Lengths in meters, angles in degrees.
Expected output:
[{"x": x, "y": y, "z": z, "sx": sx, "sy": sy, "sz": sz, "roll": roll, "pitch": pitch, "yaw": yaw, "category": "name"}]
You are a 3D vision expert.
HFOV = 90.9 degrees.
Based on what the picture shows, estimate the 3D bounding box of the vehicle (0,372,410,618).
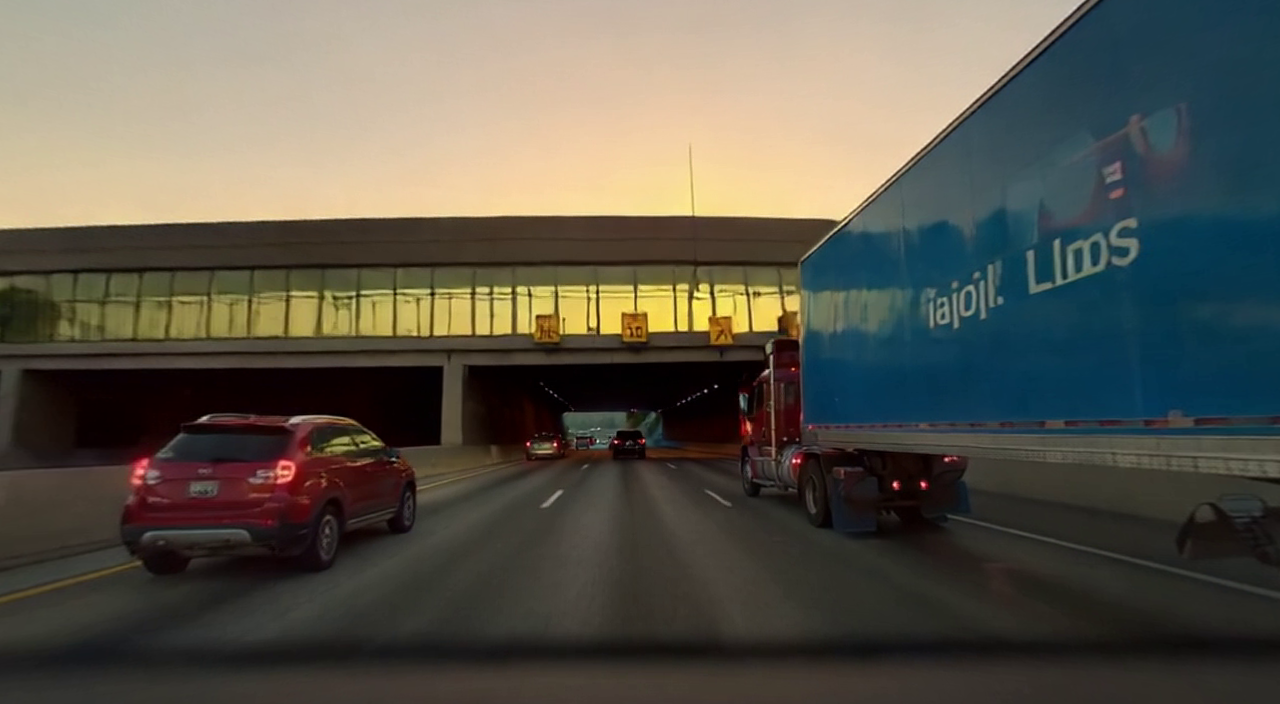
[{"x": -3.595, "y": 1.182, "z": 5.892, "sx": 1.826, "sy": 1.695, "sz": 2.870, "roll": 0, "pitch": -8, "yaw": -1, "category": "vehicle"}]

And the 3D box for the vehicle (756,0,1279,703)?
[{"x": 3.960, "y": 0.005, "z": 5.717, "sx": 2.842, "sy": 4.108, "sz": 14.081, "roll": 0, "pitch": -8, "yaw": -1, "category": "vehicle"}]

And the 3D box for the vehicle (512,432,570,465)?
[{"x": -4.516, "y": 4.464, "z": 29.395, "sx": 2.019, "sy": 1.435, "sz": 4.317, "roll": 0, "pitch": -8, "yaw": -1, "category": "vehicle"}]

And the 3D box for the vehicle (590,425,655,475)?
[{"x": -0.610, "y": 3.425, "z": 22.231, "sx": 2.094, "sy": 1.600, "sz": 3.666, "roll": 0, "pitch": -8, "yaw": -1, "category": "vehicle"}]
